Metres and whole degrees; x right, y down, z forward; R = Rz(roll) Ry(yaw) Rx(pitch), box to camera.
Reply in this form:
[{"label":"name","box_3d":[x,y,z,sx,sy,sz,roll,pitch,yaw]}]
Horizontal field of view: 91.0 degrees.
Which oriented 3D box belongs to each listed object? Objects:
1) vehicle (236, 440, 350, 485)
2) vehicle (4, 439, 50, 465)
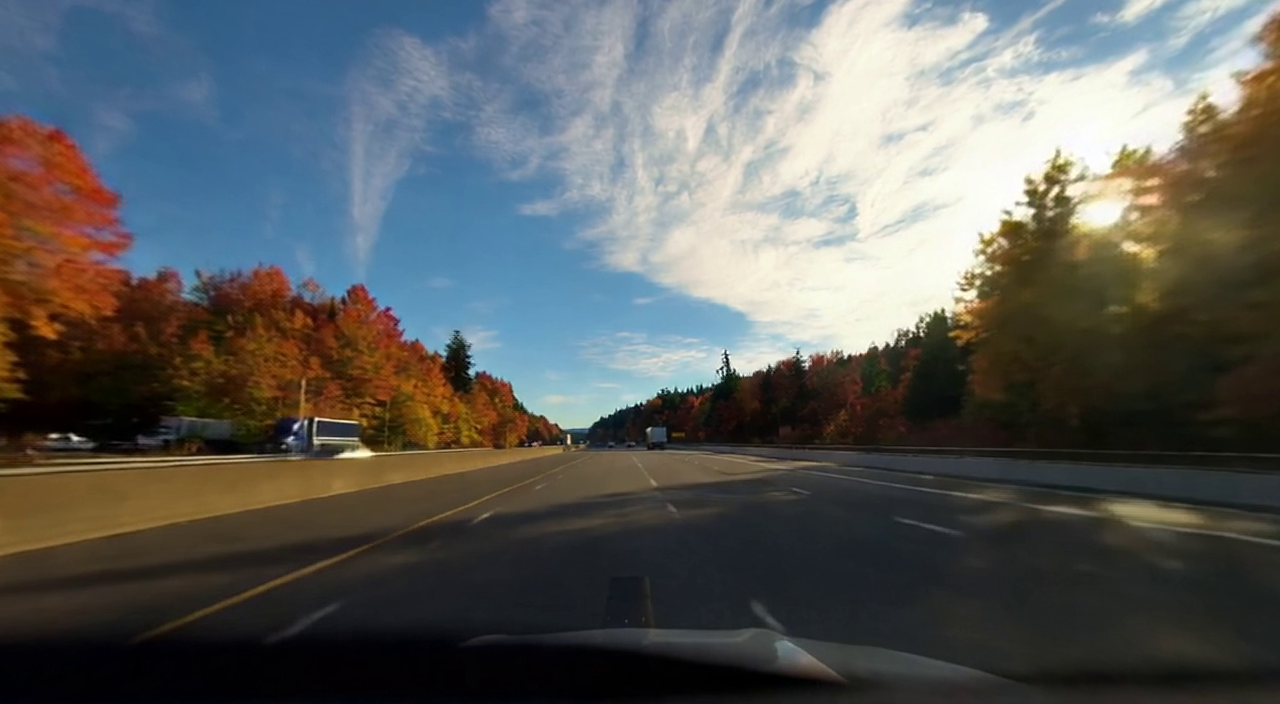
[{"label":"vehicle","box_3d":[-13.640,4.334,25.084,2.033,1.623,4.498,0,-8,-1]},{"label":"vehicle","box_3d":[-46.982,7.633,48.177,4.792,1.890,2.001,-7,-11,41]}]
